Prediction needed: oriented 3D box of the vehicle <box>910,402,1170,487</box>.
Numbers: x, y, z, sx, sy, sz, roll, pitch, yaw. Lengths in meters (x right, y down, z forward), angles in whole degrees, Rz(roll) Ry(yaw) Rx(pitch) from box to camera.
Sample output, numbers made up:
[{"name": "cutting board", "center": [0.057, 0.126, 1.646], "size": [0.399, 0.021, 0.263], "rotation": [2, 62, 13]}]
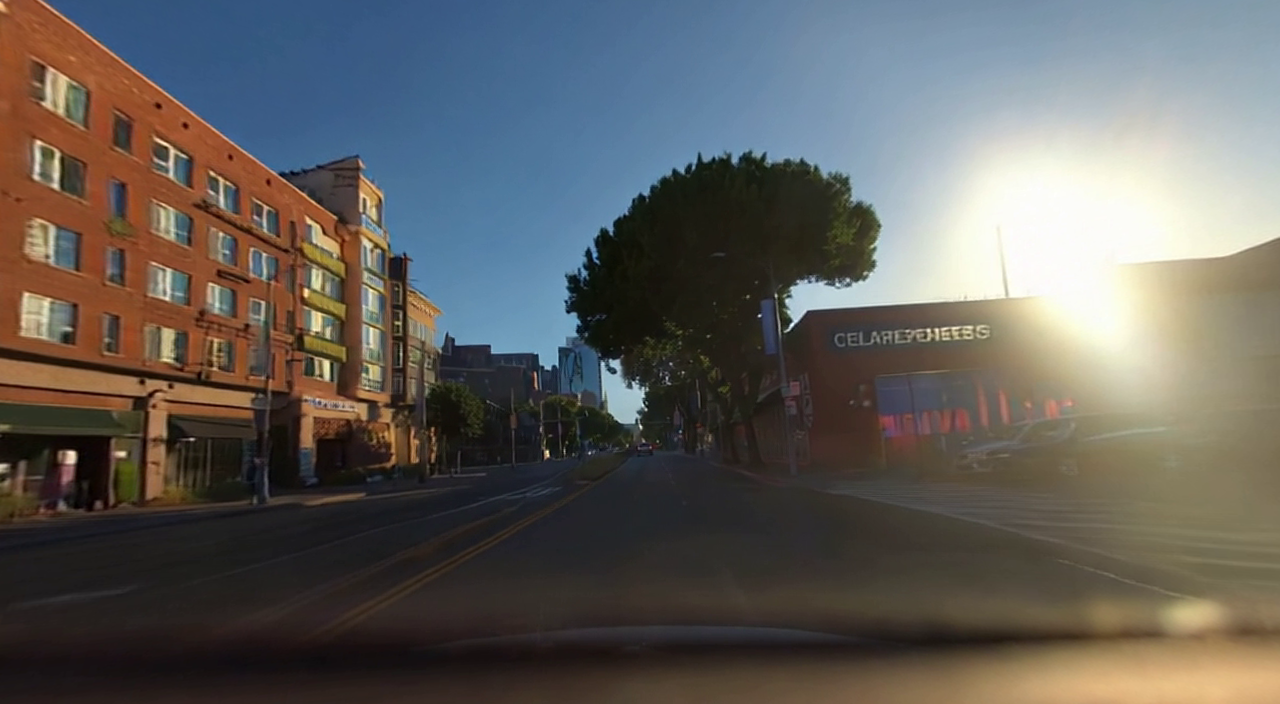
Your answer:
[{"name": "vehicle", "center": [9.310, 2.239, 15.260], "size": [4.694, 1.826, 2.226], "rotation": [-2, -9, 11]}]
